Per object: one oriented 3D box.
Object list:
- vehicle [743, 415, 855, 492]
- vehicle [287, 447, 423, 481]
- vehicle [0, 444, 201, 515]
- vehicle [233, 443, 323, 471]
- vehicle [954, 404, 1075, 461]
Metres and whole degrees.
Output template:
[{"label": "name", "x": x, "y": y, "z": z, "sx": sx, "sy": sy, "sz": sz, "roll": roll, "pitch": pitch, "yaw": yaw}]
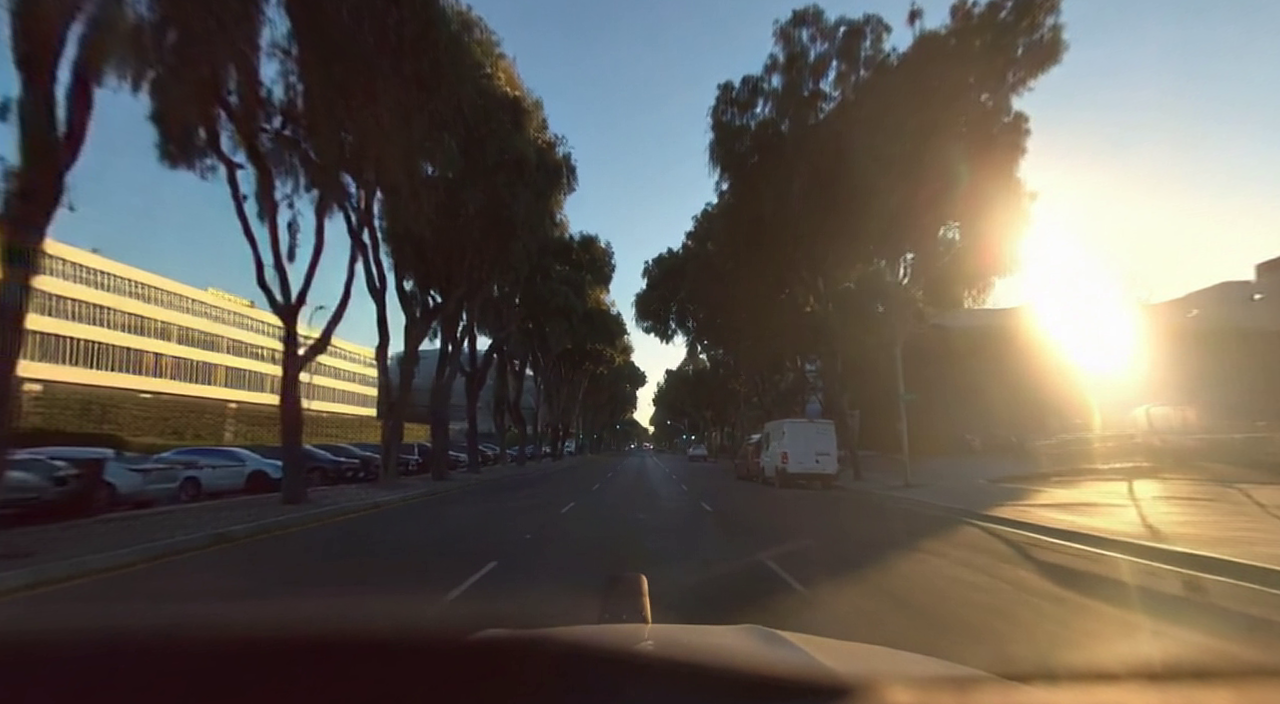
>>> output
[{"label": "vehicle", "x": 5.787, "y": 3.832, "z": 24.049, "sx": 2.596, "sy": 2.509, "sz": 6.178, "roll": 0, "pitch": -9, "yaw": 0}, {"label": "vehicle", "x": -13.069, "y": 5.149, "z": 29.174, "sx": 5.269, "sy": 1.491, "sz": 2.133, "roll": -1, "pitch": -9, "yaw": 2}, {"label": "vehicle", "x": -13.188, "y": 2.882, "z": 14.514, "sx": 4.626, "sy": 1.489, "sz": 2.042, "roll": 0, "pitch": -9, "yaw": 1}, {"label": "vehicle", "x": -25.659, "y": 7.445, "z": 45.001, "sx": 2.252, "sy": 1.804, "sz": 5.454, "roll": -2, "pitch": -9, "yaw": 15}, {"label": "vehicle", "x": 19.054, "y": 4.221, "z": 32.576, "sx": 2.341, "sy": 2.648, "sz": 6.024, "roll": 1, "pitch": -8, "yaw": -2}]
